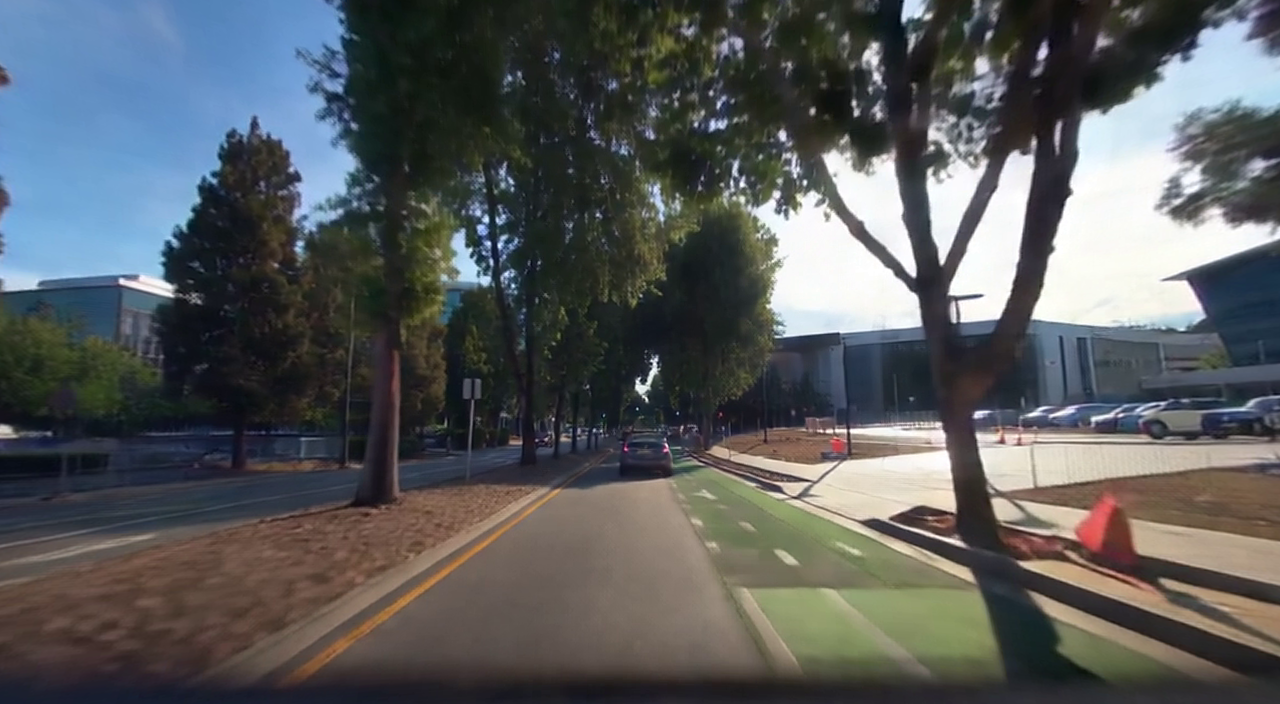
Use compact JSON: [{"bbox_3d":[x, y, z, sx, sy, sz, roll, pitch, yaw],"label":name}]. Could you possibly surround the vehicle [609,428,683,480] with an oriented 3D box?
[{"bbox_3d":[0.204,3.248,20.391,2.114,1.493,4.430,0,-8,1],"label":"vehicle"}]
